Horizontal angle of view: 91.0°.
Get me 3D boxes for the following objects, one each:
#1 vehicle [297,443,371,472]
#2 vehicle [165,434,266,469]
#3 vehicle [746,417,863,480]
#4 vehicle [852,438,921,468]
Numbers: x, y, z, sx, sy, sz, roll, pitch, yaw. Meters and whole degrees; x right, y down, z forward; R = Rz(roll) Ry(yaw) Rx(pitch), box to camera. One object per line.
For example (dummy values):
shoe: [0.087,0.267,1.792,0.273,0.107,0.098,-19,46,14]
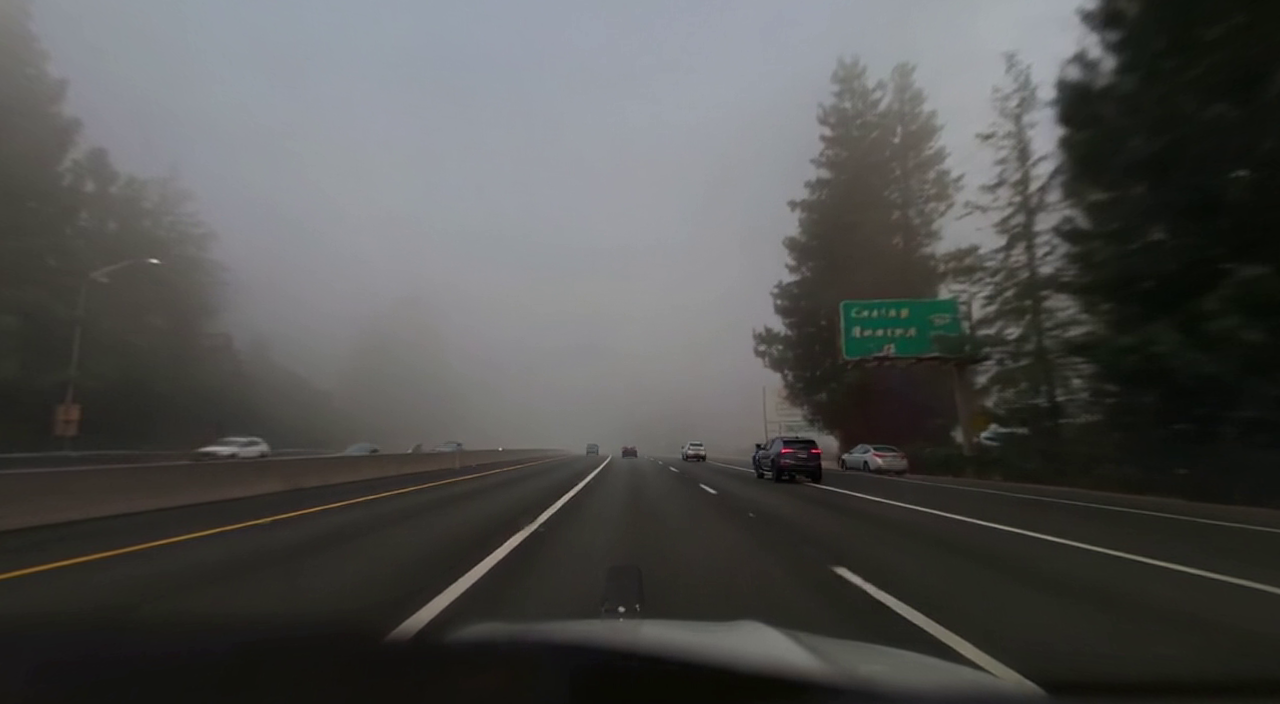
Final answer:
vehicle: [-16.625,5.741,34.492,1.816,1.481,4.478,0,-8,-1]
vehicle: [-25.167,5.935,37.668,2.208,1.933,5.580,0,-8,-1]
vehicle: [6.843,4.197,27.638,2.779,2.339,8.073,0,-8,-1]
vehicle: [14.201,5.850,36.503,2.072,1.611,4.387,0,-8,-2]
